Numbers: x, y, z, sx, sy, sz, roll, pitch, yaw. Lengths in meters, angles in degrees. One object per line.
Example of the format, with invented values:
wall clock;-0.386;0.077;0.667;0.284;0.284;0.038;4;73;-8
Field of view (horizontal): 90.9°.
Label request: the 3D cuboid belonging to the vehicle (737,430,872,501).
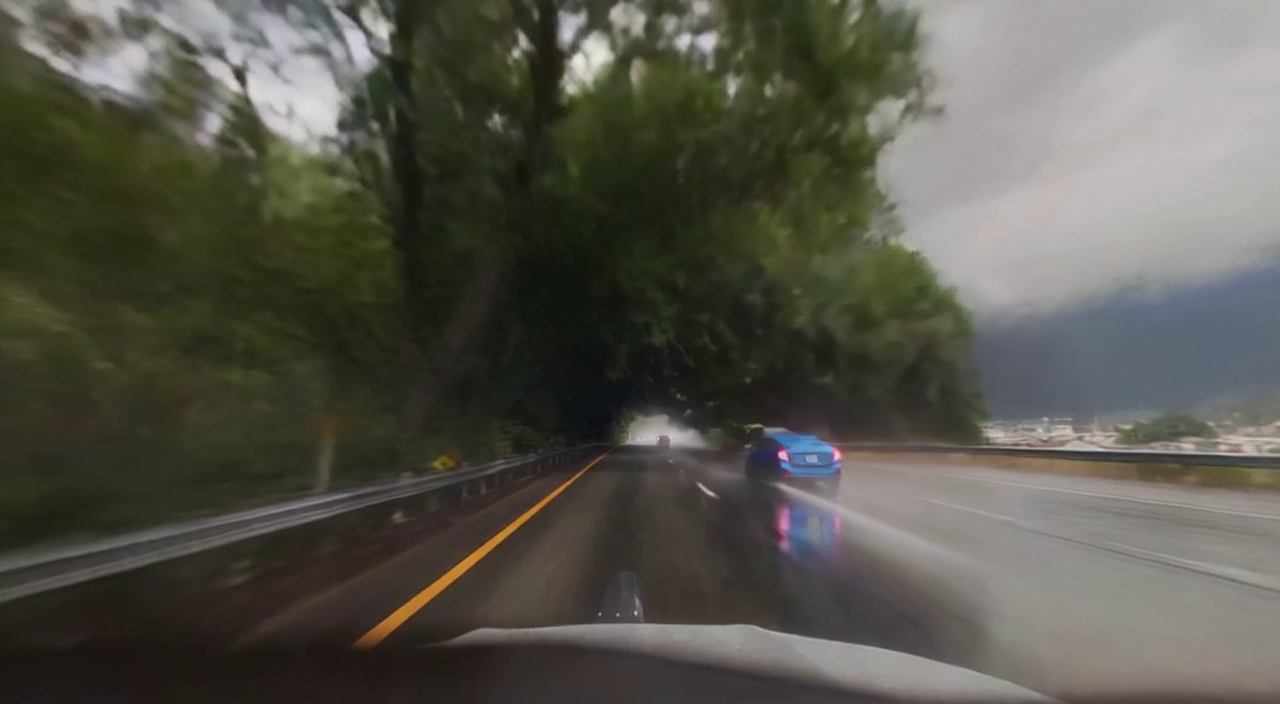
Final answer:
vehicle;3.842;2.712;15.647;2.017;1.502;4.369;0;-8;-2
